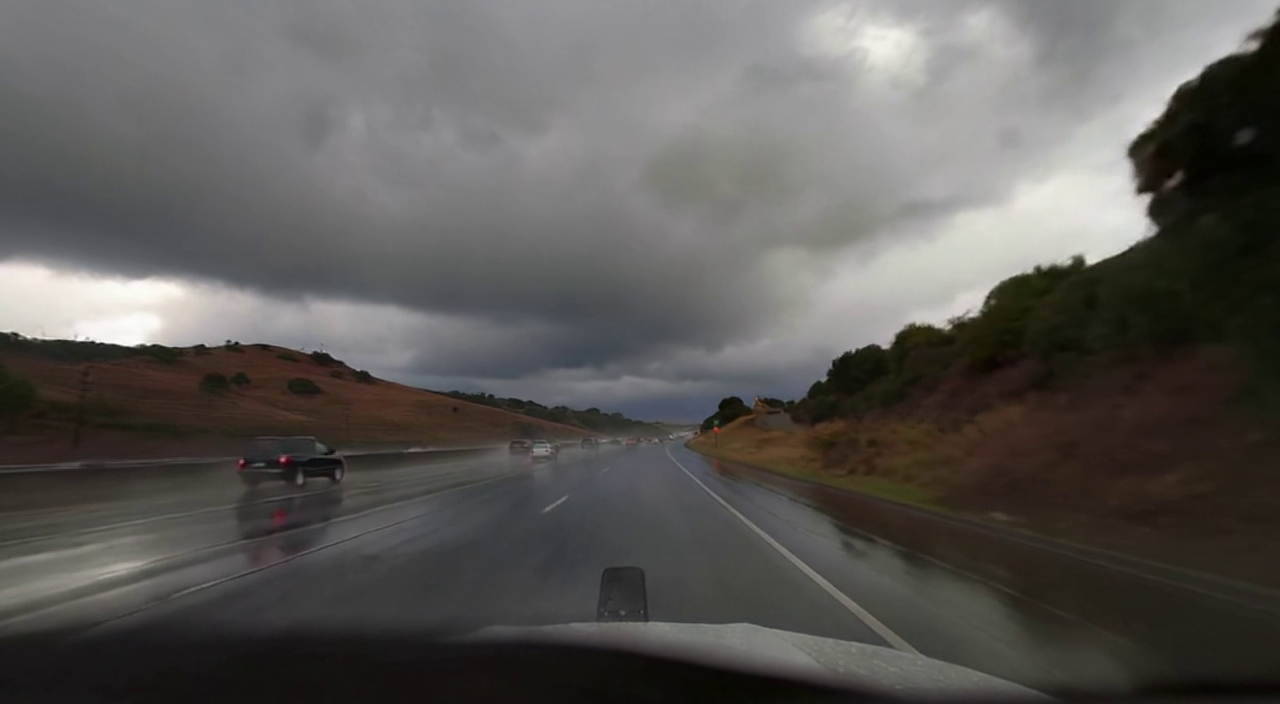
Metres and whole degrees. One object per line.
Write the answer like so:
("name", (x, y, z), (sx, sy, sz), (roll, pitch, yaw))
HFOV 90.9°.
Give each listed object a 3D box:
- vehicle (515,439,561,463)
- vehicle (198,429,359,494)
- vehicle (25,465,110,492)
("vehicle", (-6.584, 6.427, 41.164), (2.107, 1.484, 4.449), (0, -8, 2))
("vehicle", (-10.640, 3.240, 19.048), (2.122, 1.695, 4.437), (0, -8, 1))
("vehicle", (-36.424, 8.031, 40.264), (1.735, 1.454, 3.873), (0, -8, 1))
